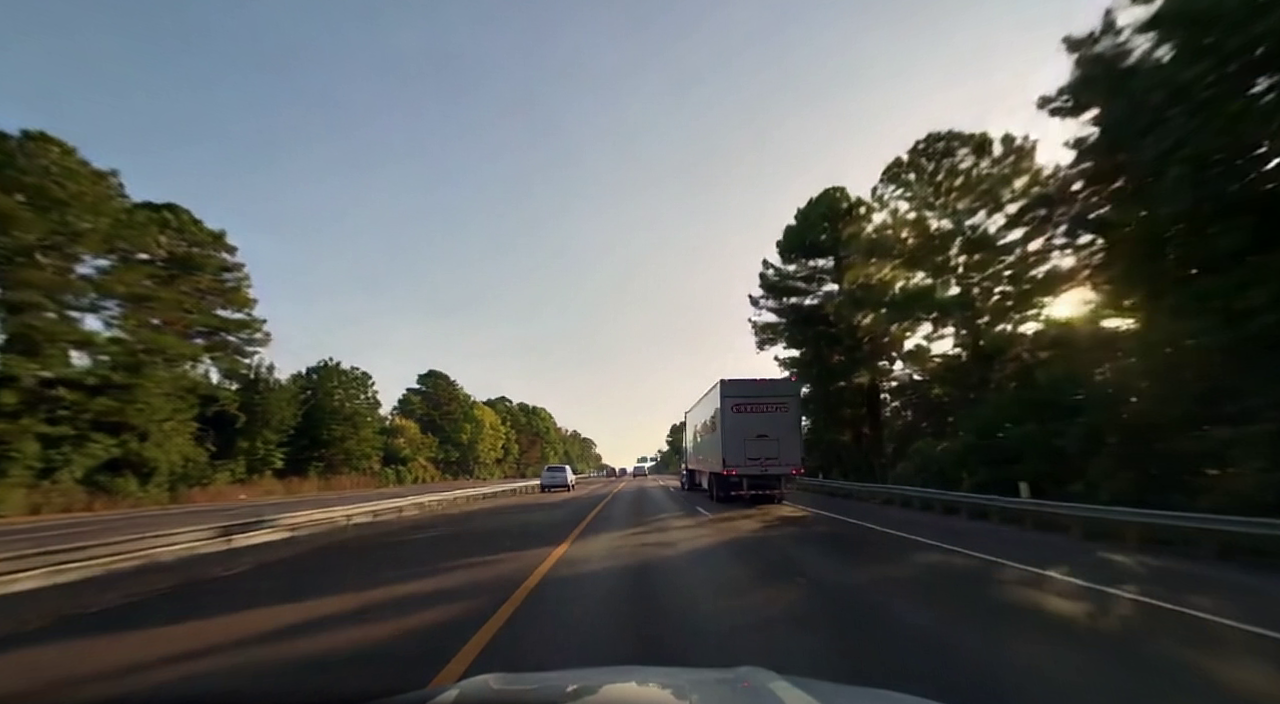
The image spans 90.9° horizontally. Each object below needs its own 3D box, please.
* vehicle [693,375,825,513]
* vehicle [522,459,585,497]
[{"bbox_3d":[3.948,3.678,24.042,2.871,4.032,10.642,1,-11,0],"label":"vehicle"},{"bbox_3d":[-3.960,5.906,29.717,2.180,1.556,4.895,0,-11,1],"label":"vehicle"}]
